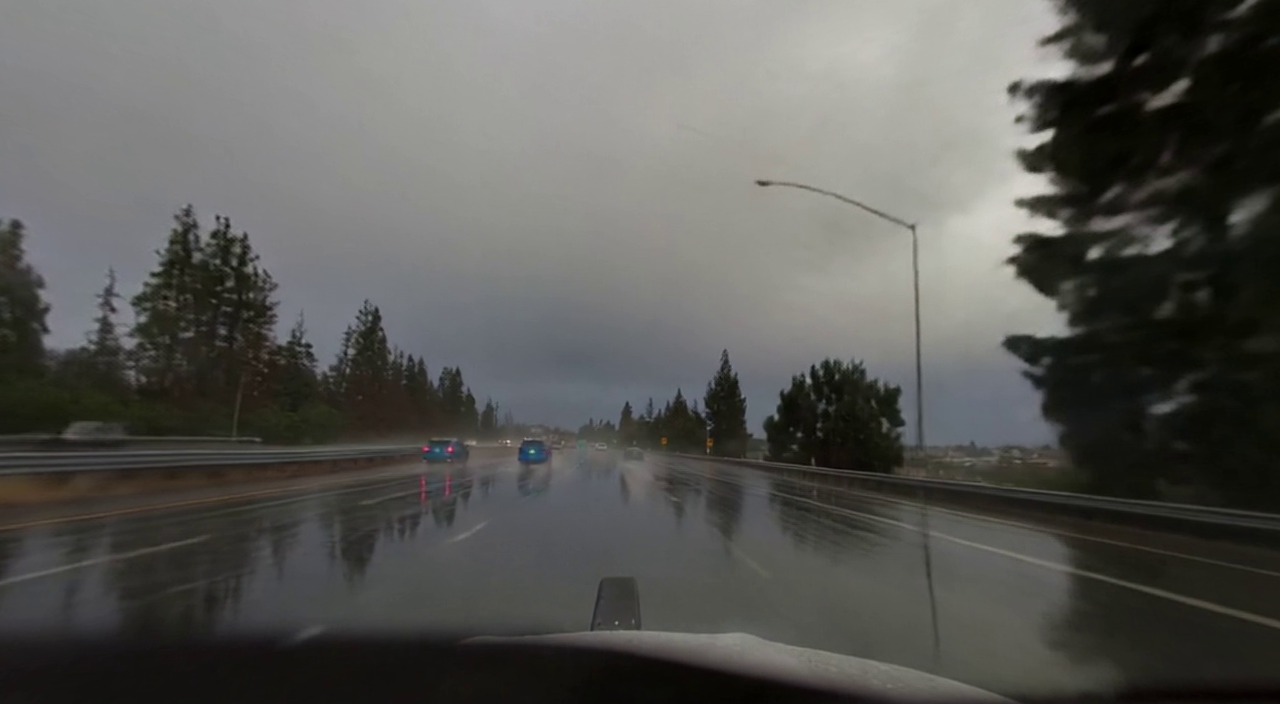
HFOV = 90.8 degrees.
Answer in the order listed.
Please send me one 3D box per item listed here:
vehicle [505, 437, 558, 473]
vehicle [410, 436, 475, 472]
[{"bbox_3d":[-5.621,5.412,33.313,2.146,1.766,4.502,1,-9,-2],"label":"vehicle"},{"bbox_3d":[-9.886,5.157,32.014,2.016,1.711,4.365,1,-9,-2],"label":"vehicle"}]
